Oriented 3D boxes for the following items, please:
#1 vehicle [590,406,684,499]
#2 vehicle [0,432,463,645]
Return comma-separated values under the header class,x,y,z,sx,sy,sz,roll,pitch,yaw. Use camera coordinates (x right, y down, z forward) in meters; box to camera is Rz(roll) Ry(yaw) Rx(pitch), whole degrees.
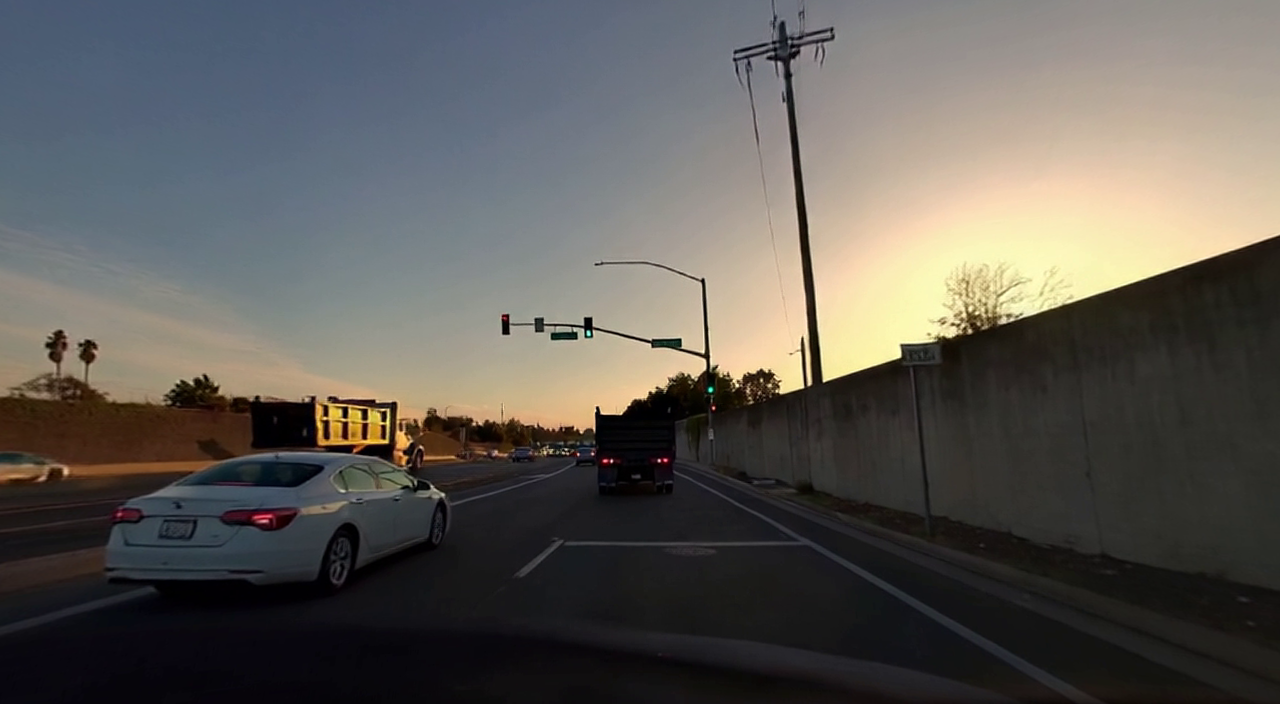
class,x,y,z,sx,sy,sz,roll,pitch,yaw
vehicle,-0.101,2.912,18.553,2.355,2.305,5.336,0,-8,-1
vehicle,-3.753,1.695,7.009,2.019,1.480,4.966,0,-8,1
